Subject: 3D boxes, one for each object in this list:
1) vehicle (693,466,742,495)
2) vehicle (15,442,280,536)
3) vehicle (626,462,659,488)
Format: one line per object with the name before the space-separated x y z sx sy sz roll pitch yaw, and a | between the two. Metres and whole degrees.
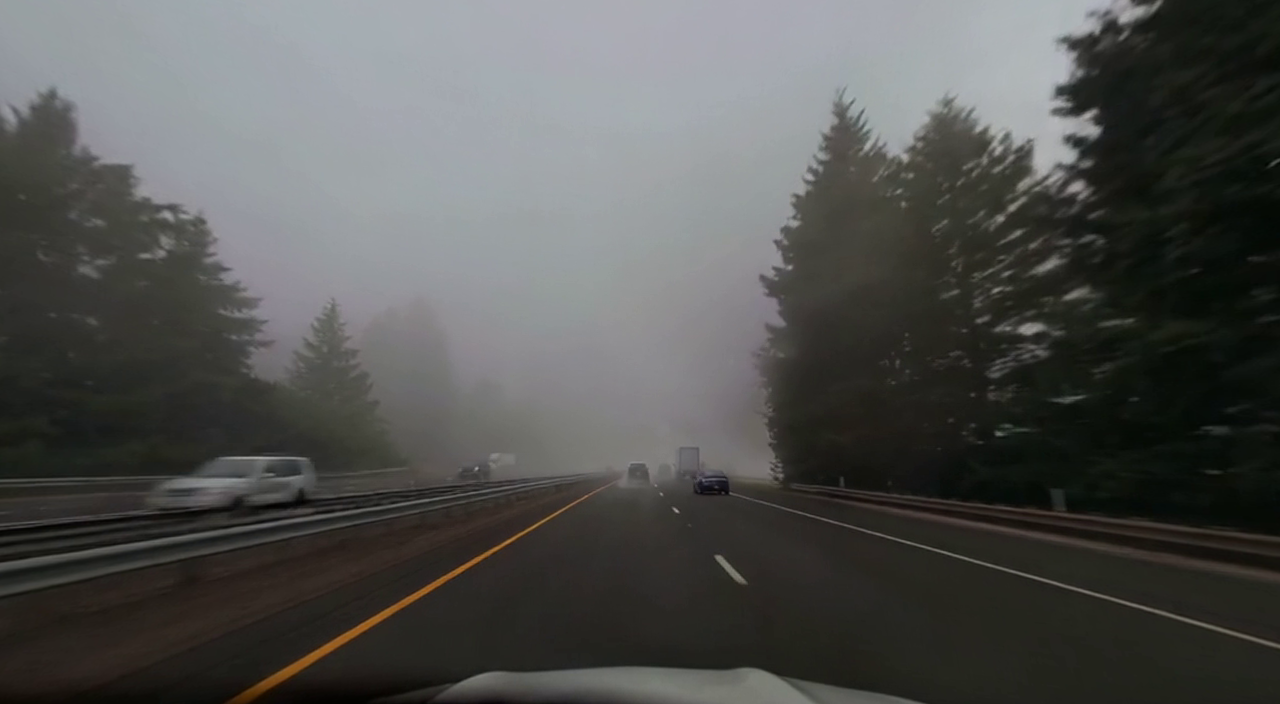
vehicle | 4.383 7.405 36.523 2.073 1.532 4.969 1 -10 -1
vehicle | -9.690 2.748 12.997 1.960 1.578 4.296 1 -10 -1
vehicle | 0.178 8.730 44.850 2.212 1.717 4.452 0 -10 1
